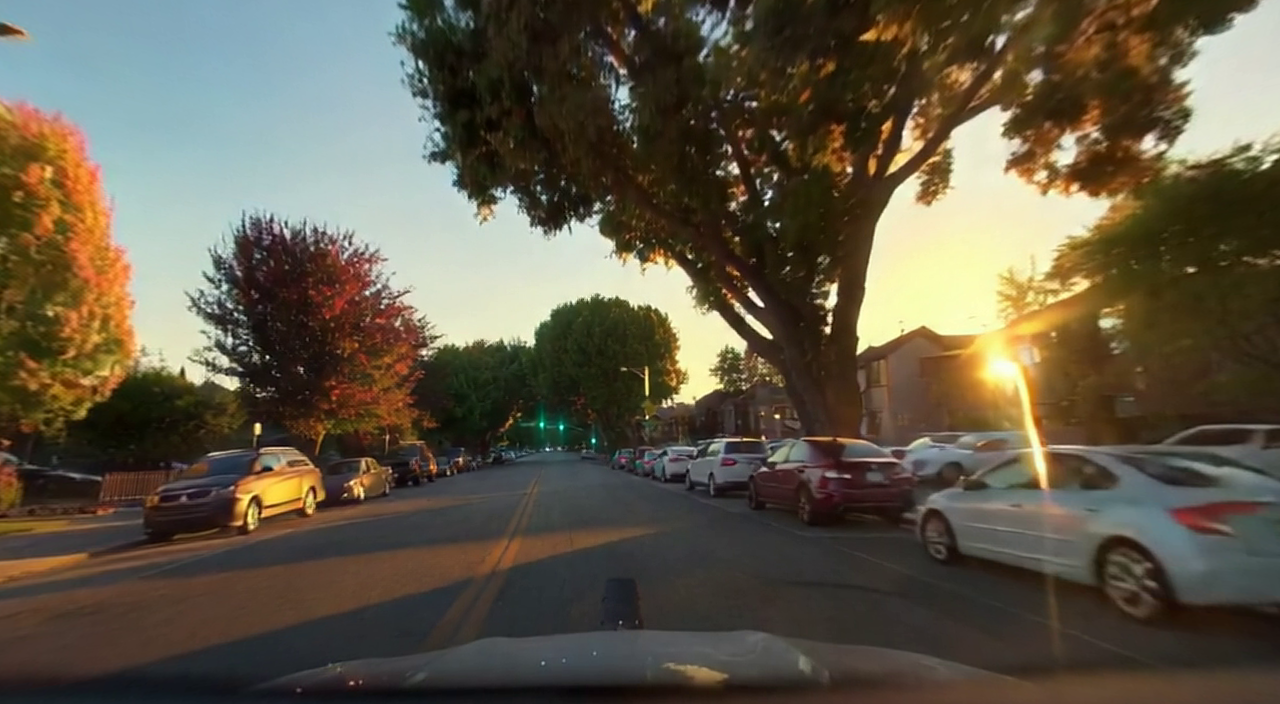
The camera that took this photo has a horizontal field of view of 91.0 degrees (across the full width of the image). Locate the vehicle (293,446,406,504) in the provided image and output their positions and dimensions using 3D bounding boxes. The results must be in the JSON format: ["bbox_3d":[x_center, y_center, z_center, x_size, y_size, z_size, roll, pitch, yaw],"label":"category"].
[{"bbox_3d":[-9.533,4.024,21.156,2.055,1.663,4.889,1,-9,-8],"label":"vehicle"}]

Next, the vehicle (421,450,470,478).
[{"bbox_3d":[-11.791,6.799,38.515,2.057,1.486,4.759,0,-9,-7],"label":"vehicle"}]

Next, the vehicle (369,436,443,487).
[{"bbox_3d":[-10.852,5.095,29.696,2.146,2.167,5.339,1,-9,-8],"label":"vehicle"}]

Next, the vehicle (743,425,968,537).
[{"bbox_3d":[3.370,2.116,10.953,1.954,1.507,4.356,0,-9,-7],"label":"vehicle"}]

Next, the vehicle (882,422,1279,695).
[{"bbox_3d":[4.051,1.352,5.239,1.974,1.385,4.315,0,-9,-6],"label":"vehicle"}]

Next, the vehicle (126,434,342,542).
[{"bbox_3d":[-8.619,2.907,14.119,2.072,1.840,5.197,-1,-9,-9],"label":"vehicle"}]
